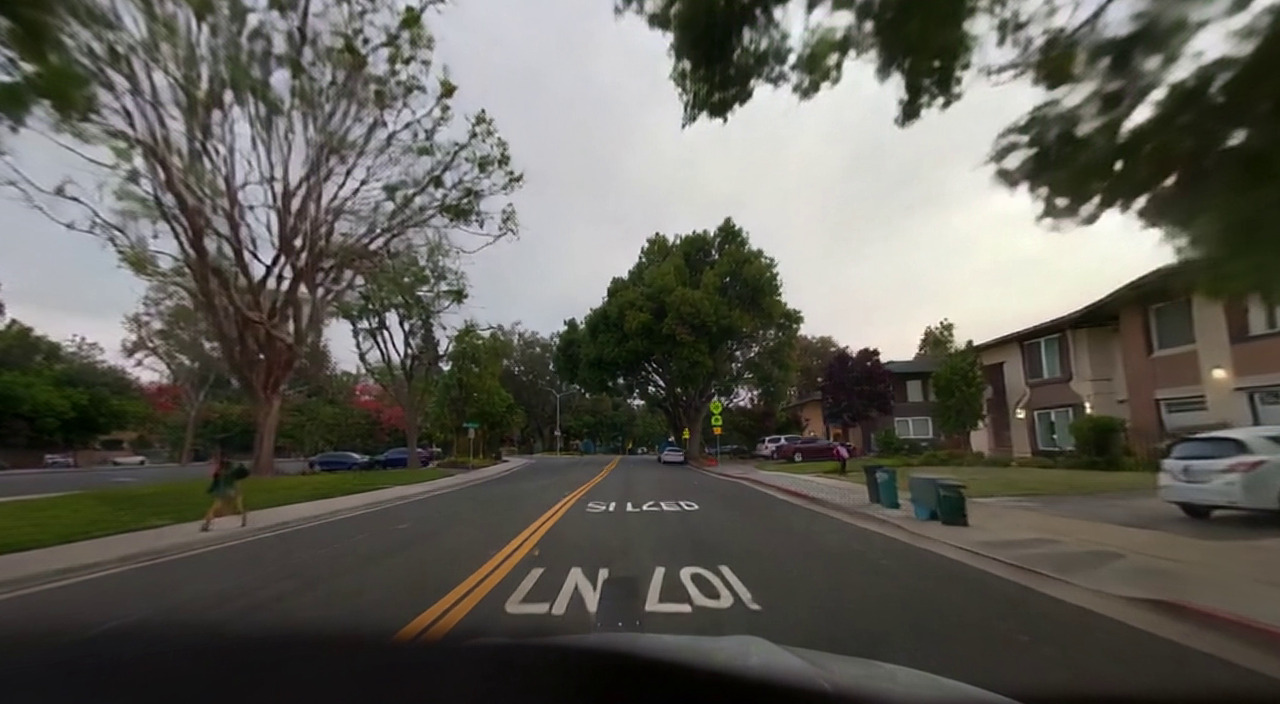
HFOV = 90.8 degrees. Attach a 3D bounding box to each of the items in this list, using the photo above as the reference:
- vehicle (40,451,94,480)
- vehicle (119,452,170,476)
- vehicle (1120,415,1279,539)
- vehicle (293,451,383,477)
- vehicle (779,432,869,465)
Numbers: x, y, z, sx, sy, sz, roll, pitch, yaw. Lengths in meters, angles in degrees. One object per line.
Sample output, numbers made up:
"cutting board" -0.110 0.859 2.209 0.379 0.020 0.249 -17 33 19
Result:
"vehicle" -35.996 7.088 39.635 4.938 1.720 1.926 -9 -12 42
"vehicle" -36.432 8.206 46.375 4.177 1.621 1.965 -7 -11 39
"vehicle" 9.985 1.625 9.068 4.544 1.496 1.916 -3 -9 -2
"vehicle" -19.203 7.091 40.272 4.691 1.483 1.955 8 -12 -44
"vehicle" 11.019 5.809 38.063 4.750 1.658 1.902 -3 -10 0
